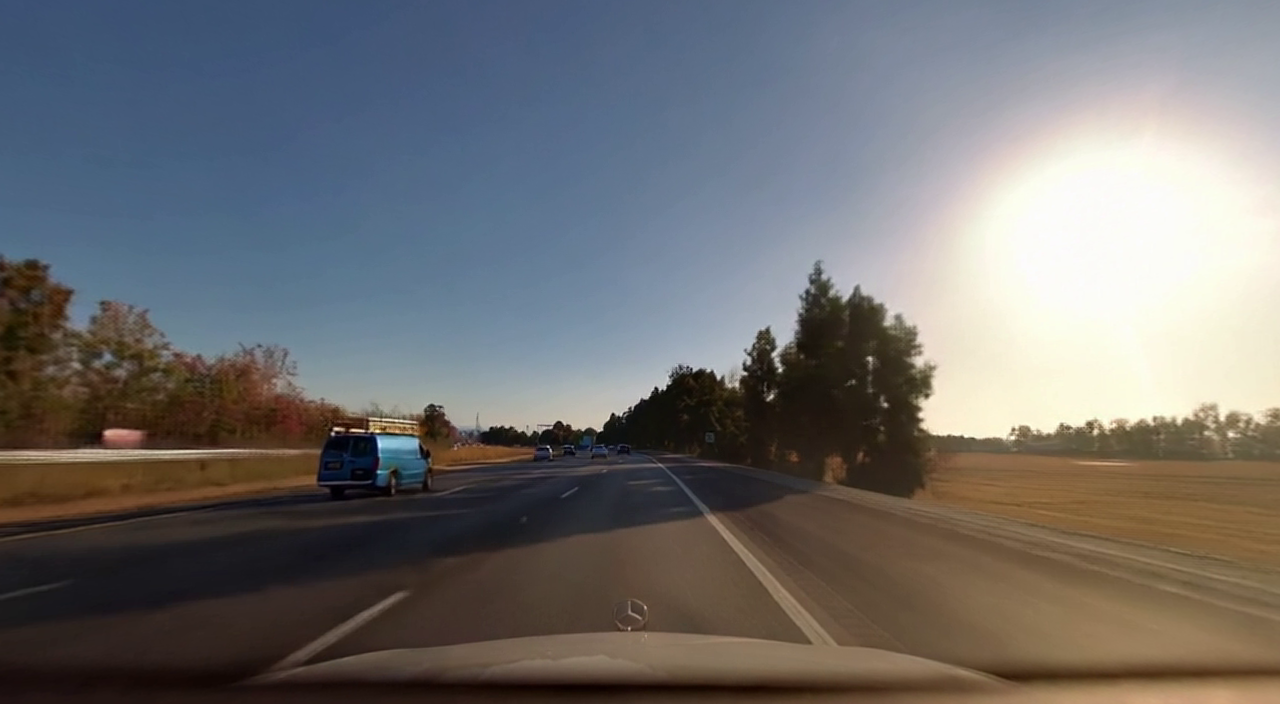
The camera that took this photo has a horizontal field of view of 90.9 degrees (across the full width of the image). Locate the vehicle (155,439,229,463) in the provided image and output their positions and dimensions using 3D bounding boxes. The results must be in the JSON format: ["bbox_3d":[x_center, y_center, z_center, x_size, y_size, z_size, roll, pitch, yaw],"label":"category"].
[{"bbox_3d":[-32.480,7.188,45.860,1.950,1.625,4.666,0,-9,0],"label":"vehicle"}]

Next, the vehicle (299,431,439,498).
[{"bbox_3d":[-7.930,3.340,19.090,2.093,1.752,4.771,0,-9,0],"label":"vehicle"}]

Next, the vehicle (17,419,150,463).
[{"bbox_3d":[-40.105,6.483,45.857,3.165,2.906,7.048,0,-9,0],"label":"vehicle"}]
